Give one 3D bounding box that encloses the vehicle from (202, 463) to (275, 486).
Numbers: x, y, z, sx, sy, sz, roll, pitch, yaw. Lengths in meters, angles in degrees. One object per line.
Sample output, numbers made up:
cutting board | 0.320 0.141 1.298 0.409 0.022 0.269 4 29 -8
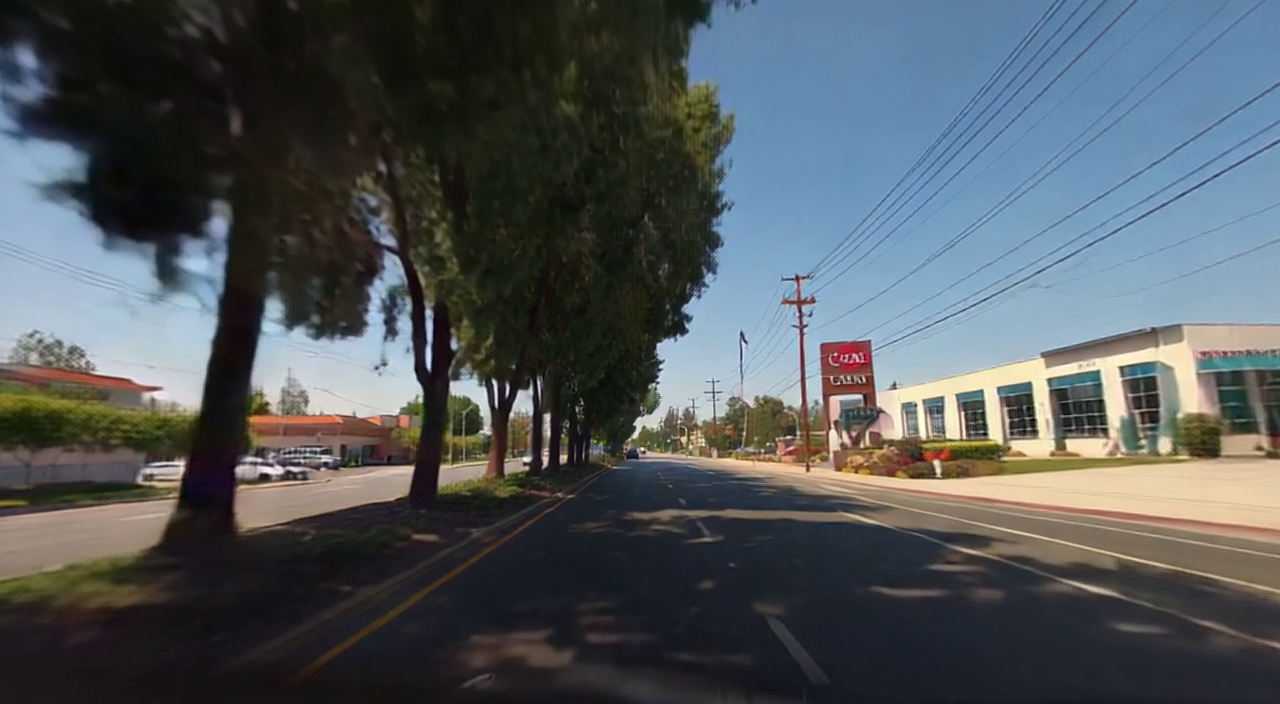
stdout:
vehicle | -30.465 9.288 48.039 4.377 1.520 1.843 -3 -9 3
